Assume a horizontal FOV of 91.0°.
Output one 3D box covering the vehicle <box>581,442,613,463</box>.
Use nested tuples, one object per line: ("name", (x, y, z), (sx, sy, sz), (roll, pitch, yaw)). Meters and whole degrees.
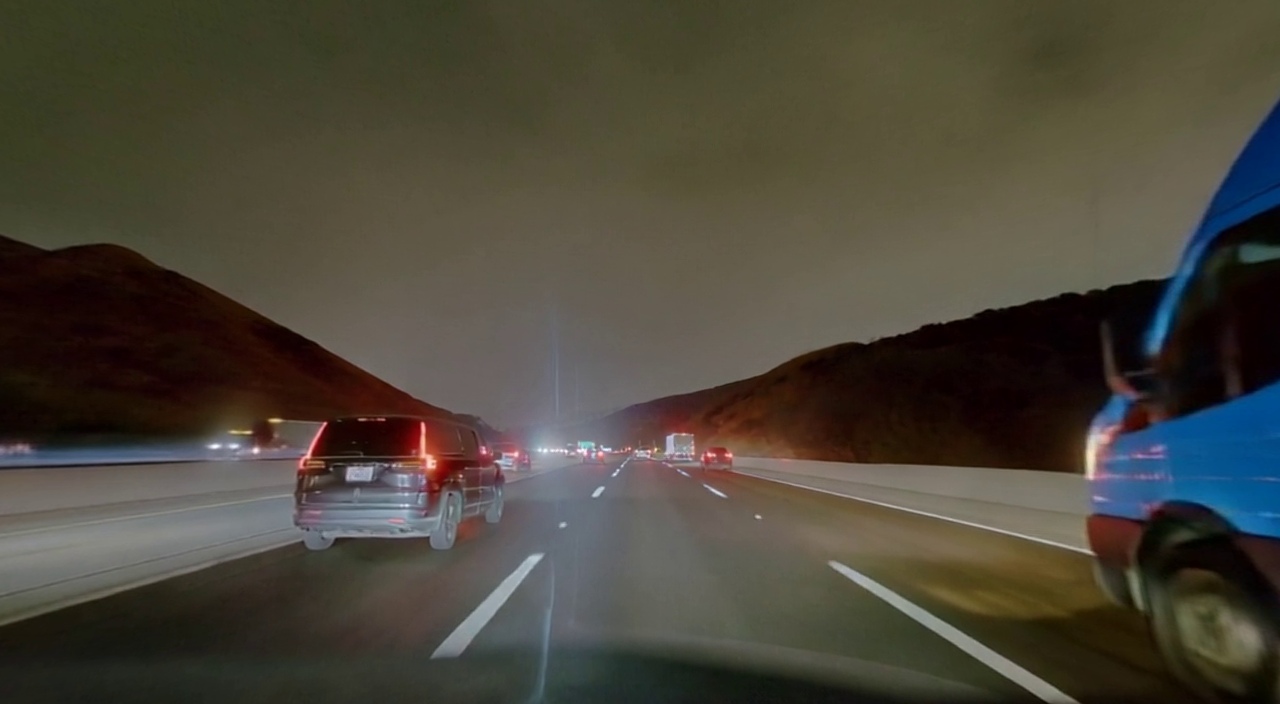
("vehicle", (-3.281, 7.735, 48.558), (2.138, 1.581, 4.340), (0, -9, 0))

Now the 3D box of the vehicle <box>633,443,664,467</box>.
("vehicle", (0.518, 6.919, 42.572), (2.014, 1.543, 3.804), (0, -9, 0))

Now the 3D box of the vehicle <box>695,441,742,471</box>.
("vehicle", (4.436, 5.965, 36.173), (2.051, 1.598, 4.145), (0, -9, -1))

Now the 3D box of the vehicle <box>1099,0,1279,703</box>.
("vehicle", (4.208, -0.326, 0.186), (2.764, 3.260, 7.019), (0, -9, 0))

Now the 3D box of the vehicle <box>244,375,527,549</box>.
("vehicle", (-3.738, 1.825, 10.918), (2.421, 2.203, 5.775), (0, -9, 1))
